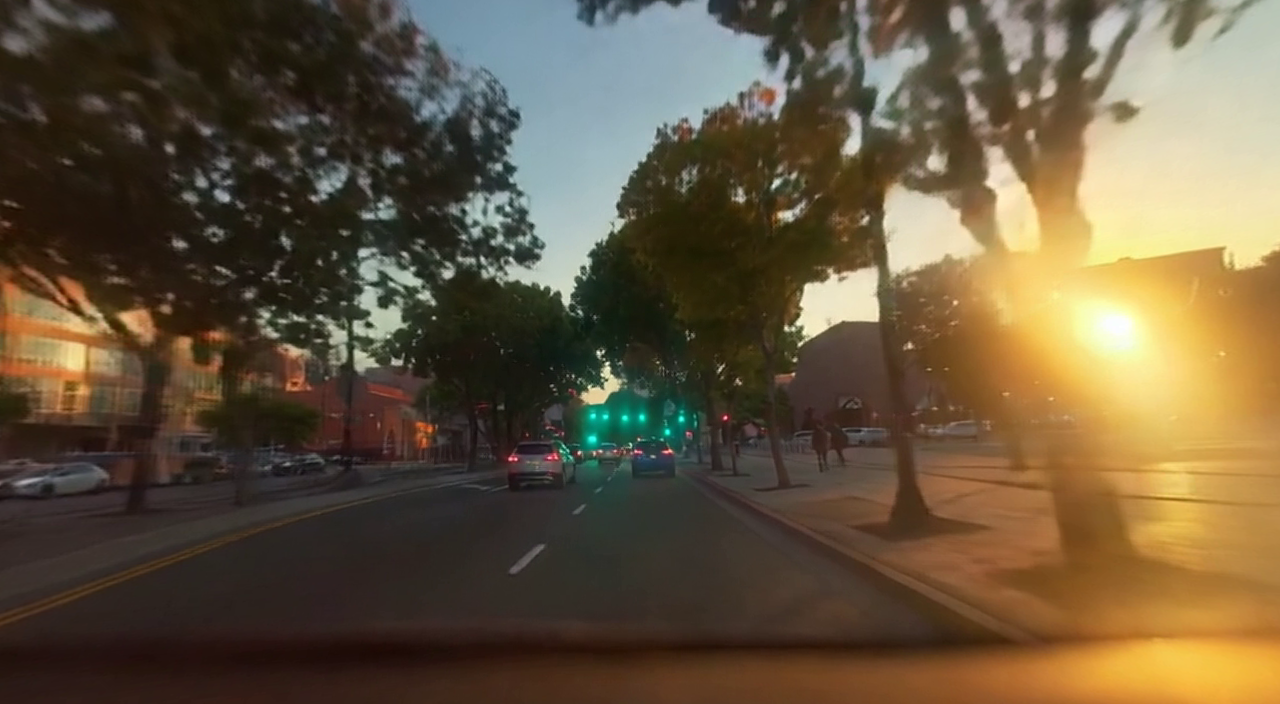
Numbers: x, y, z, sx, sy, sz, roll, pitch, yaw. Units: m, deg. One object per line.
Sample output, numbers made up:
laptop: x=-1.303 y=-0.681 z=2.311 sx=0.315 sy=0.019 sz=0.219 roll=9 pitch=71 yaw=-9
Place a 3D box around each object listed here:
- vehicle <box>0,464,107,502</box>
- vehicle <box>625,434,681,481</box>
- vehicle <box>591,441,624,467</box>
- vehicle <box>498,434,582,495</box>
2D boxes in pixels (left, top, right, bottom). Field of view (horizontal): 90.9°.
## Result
vehicle: x=-30.503 y=6.694 z=32.559 sx=1.929 sy=1.671 sz=4.597 roll=0 pitch=-8 yaw=-2
vehicle: x=0.503 y=4.259 z=25.690 sx=2.120 sy=1.758 sz=3.917 roll=0 pitch=-8 yaw=1
vehicle: x=-2.411 y=7.686 z=47.837 sx=2.220 sy=1.847 sz=4.587 roll=0 pitch=-8 yaw=1
vehicle: x=-3.046 y=3.512 z=20.002 sx=1.940 sy=1.722 sz=3.823 roll=0 pitch=-8 yaw=1
